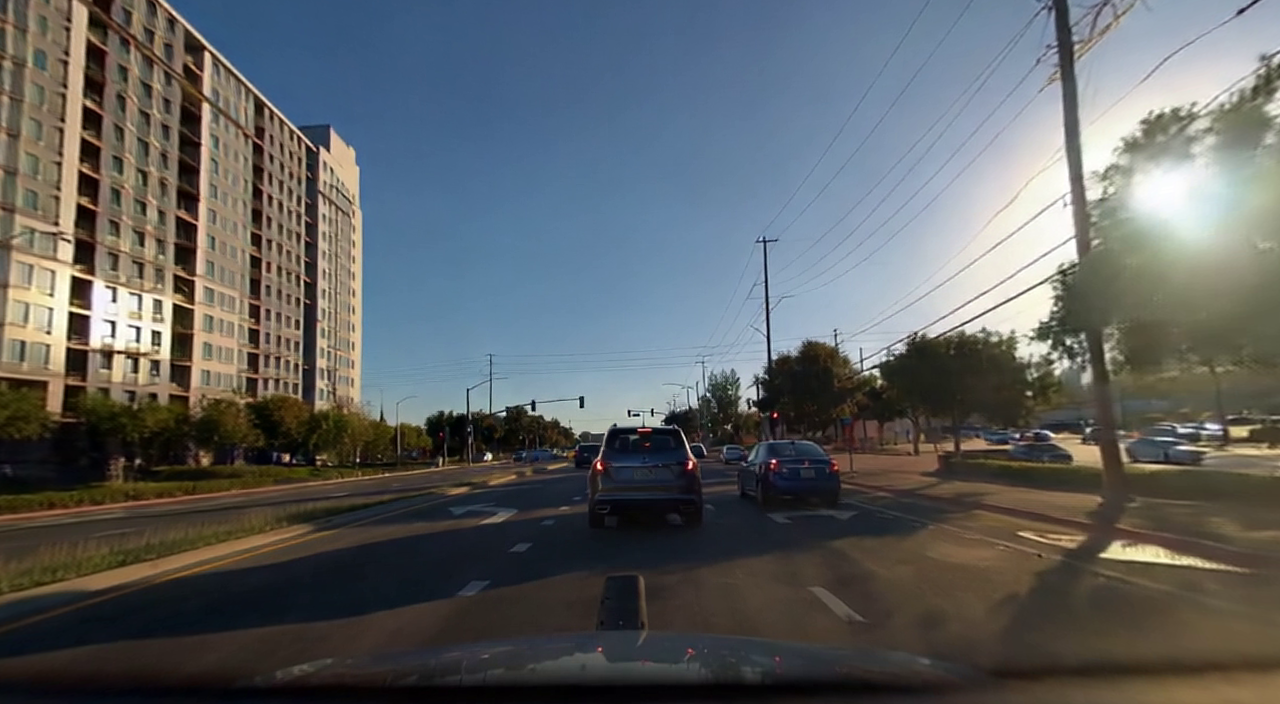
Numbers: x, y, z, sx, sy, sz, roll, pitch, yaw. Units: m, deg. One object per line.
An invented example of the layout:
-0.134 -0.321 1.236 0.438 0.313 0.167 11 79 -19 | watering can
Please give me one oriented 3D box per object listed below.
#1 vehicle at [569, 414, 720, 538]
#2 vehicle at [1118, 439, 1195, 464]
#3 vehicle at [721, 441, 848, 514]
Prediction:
0.073 2.137 11.436 2.189 1.776 4.342 0 -9 0 | vehicle
37.410 7.195 45.936 1.910 1.686 4.746 -1 -9 6 | vehicle
3.272 2.940 15.353 1.990 1.482 4.575 0 -9 0 | vehicle
